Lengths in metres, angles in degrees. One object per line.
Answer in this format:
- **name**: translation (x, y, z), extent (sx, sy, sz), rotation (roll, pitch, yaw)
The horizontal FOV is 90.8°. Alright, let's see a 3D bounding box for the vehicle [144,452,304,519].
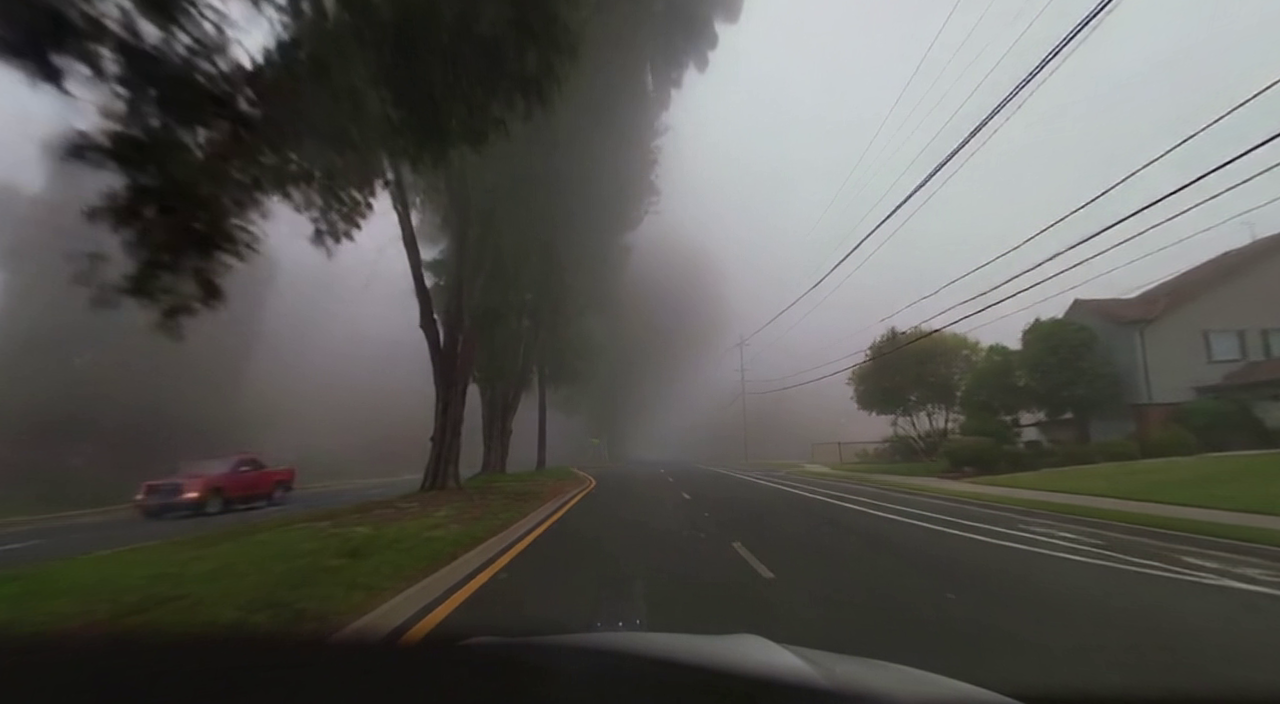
- **vehicle**: translation (-13.440, 4.283, 20.885), extent (2.112, 1.847, 4.765), rotation (0, -8, -2)
